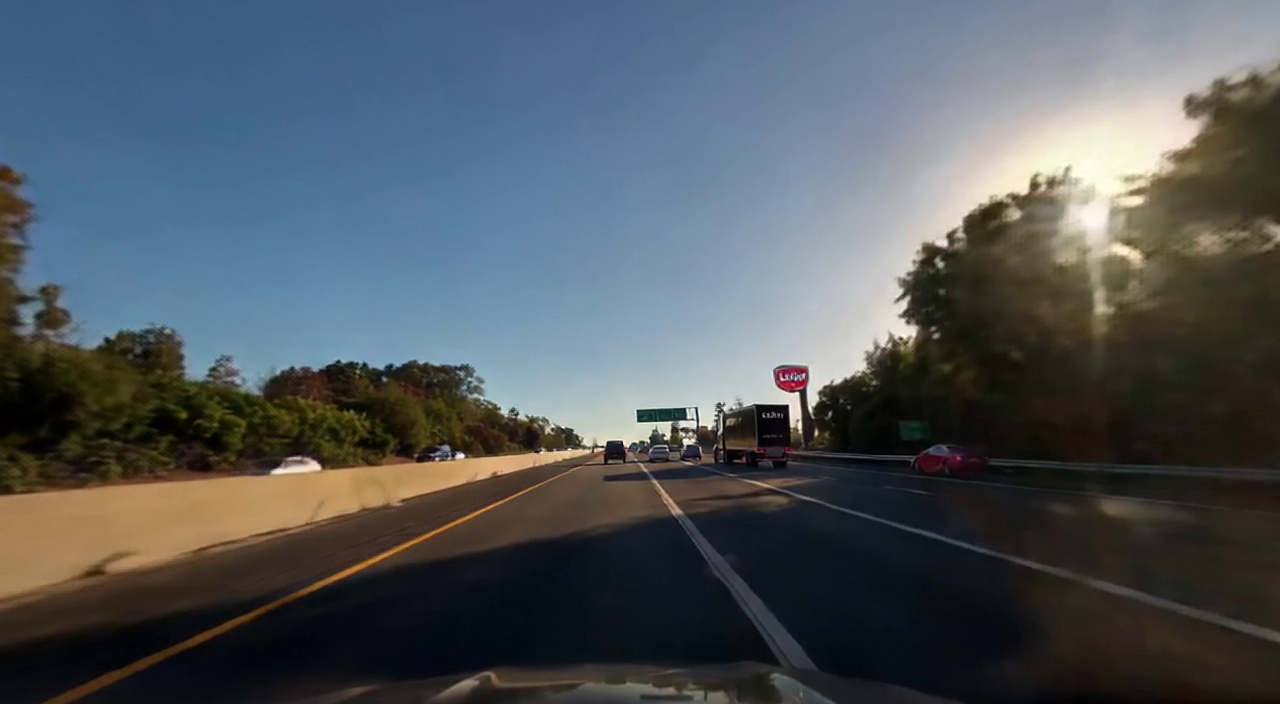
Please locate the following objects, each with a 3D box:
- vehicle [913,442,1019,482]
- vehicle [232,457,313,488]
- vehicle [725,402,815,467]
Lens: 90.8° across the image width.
[{"bbox_3d":[13.166,4.448,25.855,1.862,1.462,4.459,0,-9,-2],"label":"vehicle"},{"bbox_3d":[-20.891,6.839,36.159,1.898,1.587,4.566,0,-9,-1],"label":"vehicle"},{"bbox_3d":[9.414,6.482,48.651,2.892,4.128,16.495,0,-9,-2],"label":"vehicle"}]
